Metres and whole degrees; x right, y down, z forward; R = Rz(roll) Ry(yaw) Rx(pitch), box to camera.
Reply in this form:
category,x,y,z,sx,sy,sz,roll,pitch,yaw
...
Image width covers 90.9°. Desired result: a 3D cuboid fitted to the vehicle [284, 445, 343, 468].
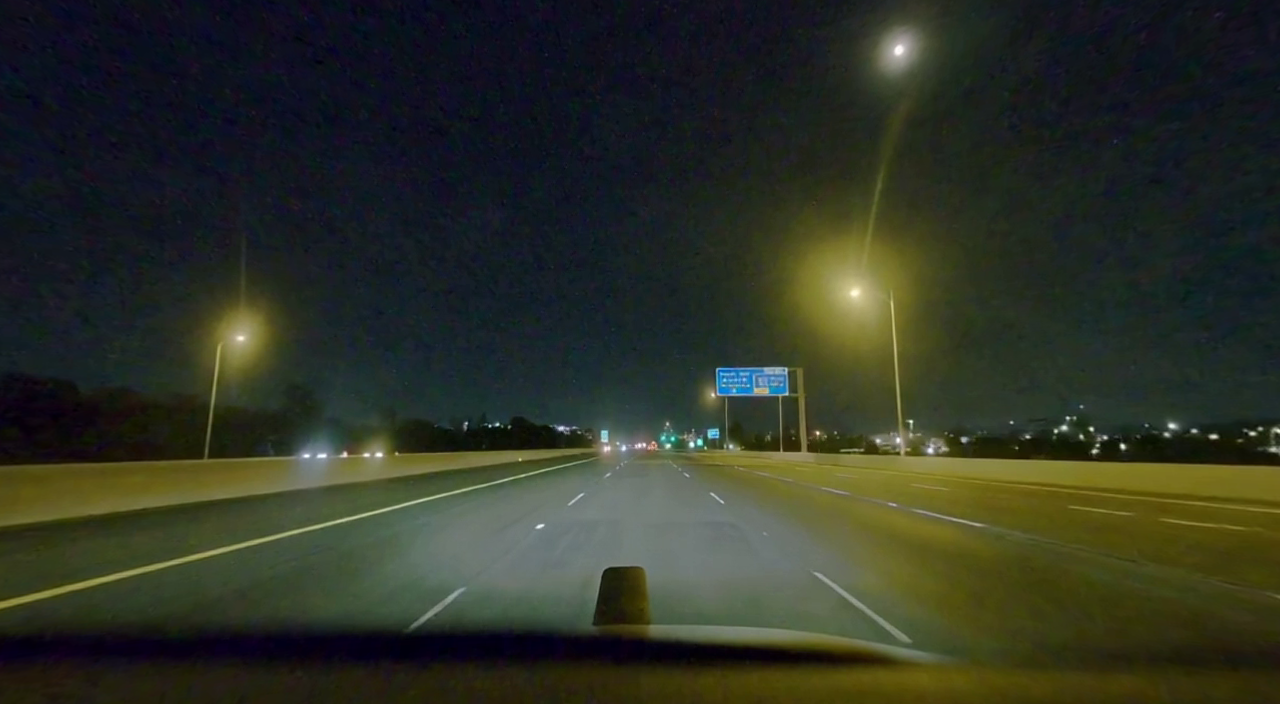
category,x,y,z,sx,sy,sz,roll,pitch,yaw
vehicle,-24.933,7.991,48.254,1.965,1.660,4.576,-1,-8,1
